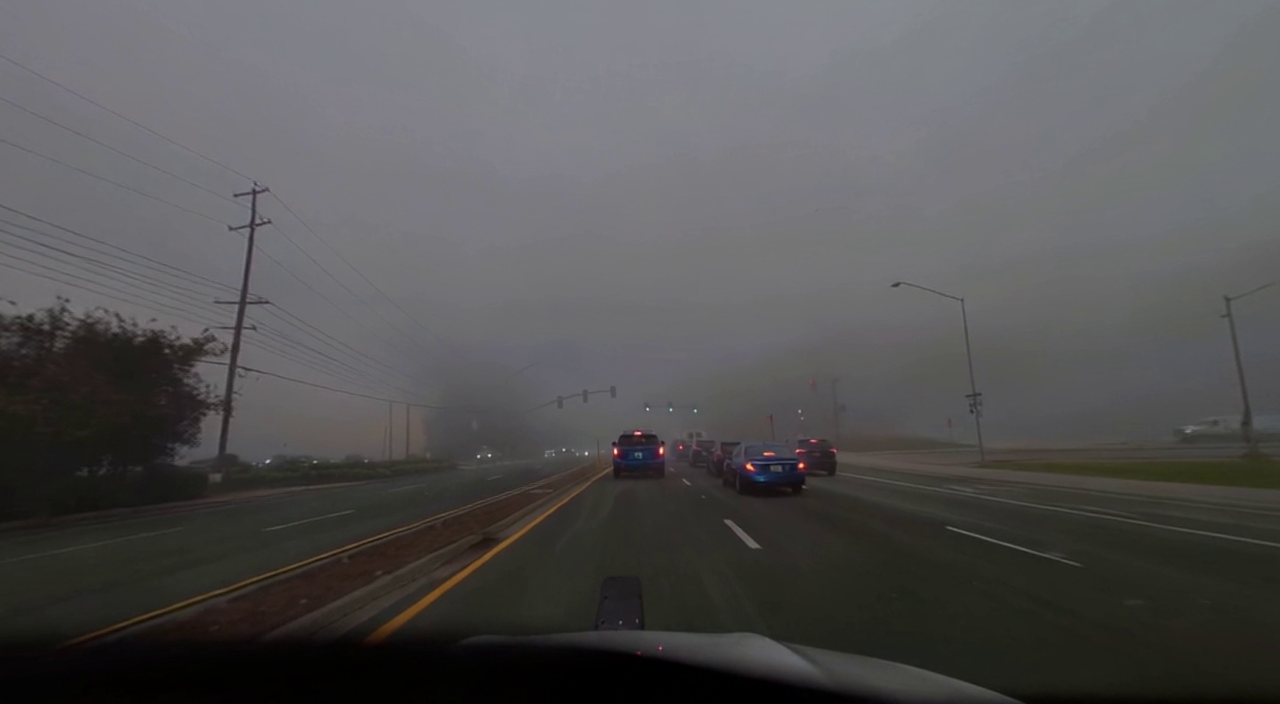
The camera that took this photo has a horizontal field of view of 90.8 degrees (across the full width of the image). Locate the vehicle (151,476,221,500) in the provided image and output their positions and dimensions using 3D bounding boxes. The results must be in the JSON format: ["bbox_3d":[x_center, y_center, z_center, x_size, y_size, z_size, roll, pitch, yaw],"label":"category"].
[{"bbox_3d":[-33.198,9.949,46.249,3.637,1.483,2.007,-1,-6,1],"label":"vehicle"}]

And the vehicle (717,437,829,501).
[{"bbox_3d":[3.379,3.061,16.993,1.984,1.462,4.513,0,-9,-1],"label":"vehicle"}]

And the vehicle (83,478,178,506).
[{"bbox_3d":[-32.643,8.962,40.564,4.224,1.614,2.123,0,-9,-2],"label":"vehicle"}]

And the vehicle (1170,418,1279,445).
[{"bbox_3d":[44.583,6.017,47.334,7.088,1.918,2.678,-6,-10,36],"label":"vehicle"}]

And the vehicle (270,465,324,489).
[{"bbox_3d":[-26.007,9.485,47.837,3.826,1.522,1.741,-8,-11,28],"label":"vehicle"}]

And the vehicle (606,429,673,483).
[{"bbox_3d":[-0.029,3.914,23.904,2.300,1.821,4.254,0,-9,-1],"label":"vehicle"}]
